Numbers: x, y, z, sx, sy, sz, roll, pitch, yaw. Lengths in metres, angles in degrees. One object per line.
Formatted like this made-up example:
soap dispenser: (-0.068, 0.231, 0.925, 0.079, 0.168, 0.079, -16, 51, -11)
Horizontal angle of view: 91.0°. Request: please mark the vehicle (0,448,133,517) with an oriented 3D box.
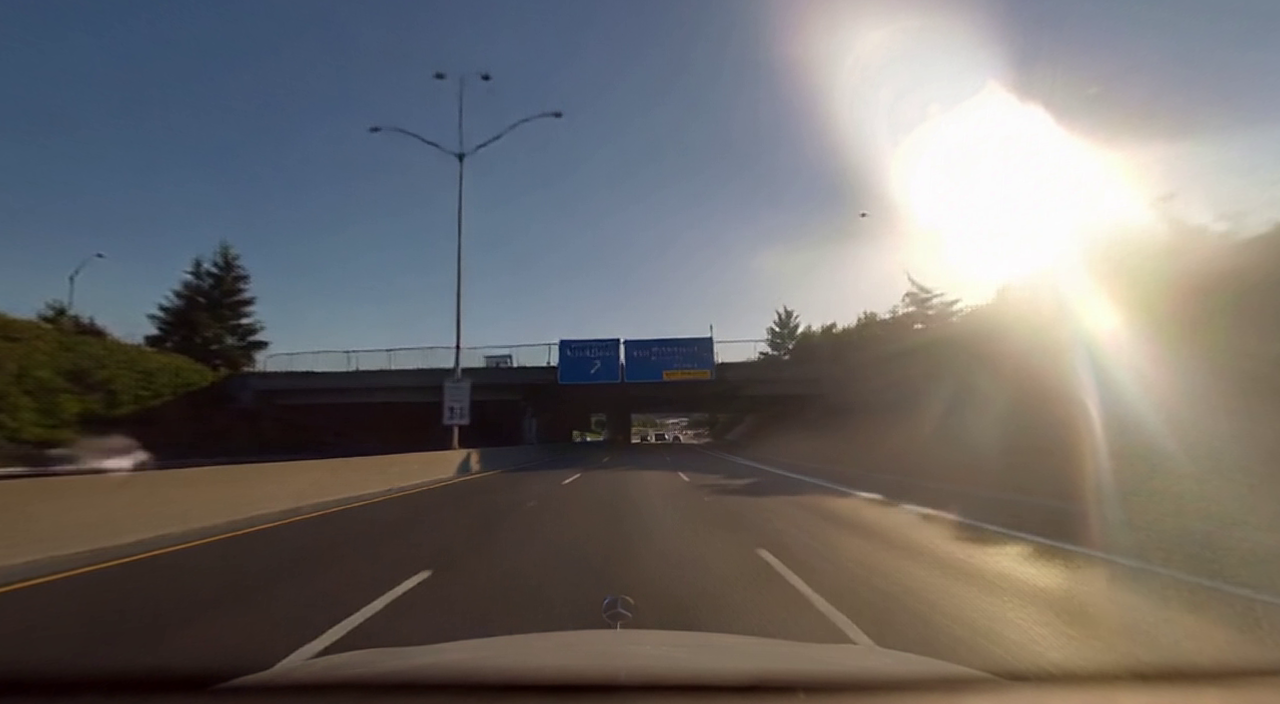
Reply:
vehicle: (-15.260, 3.156, 15.584, 1.810, 1.481, 4.380, 0, -8, -1)
